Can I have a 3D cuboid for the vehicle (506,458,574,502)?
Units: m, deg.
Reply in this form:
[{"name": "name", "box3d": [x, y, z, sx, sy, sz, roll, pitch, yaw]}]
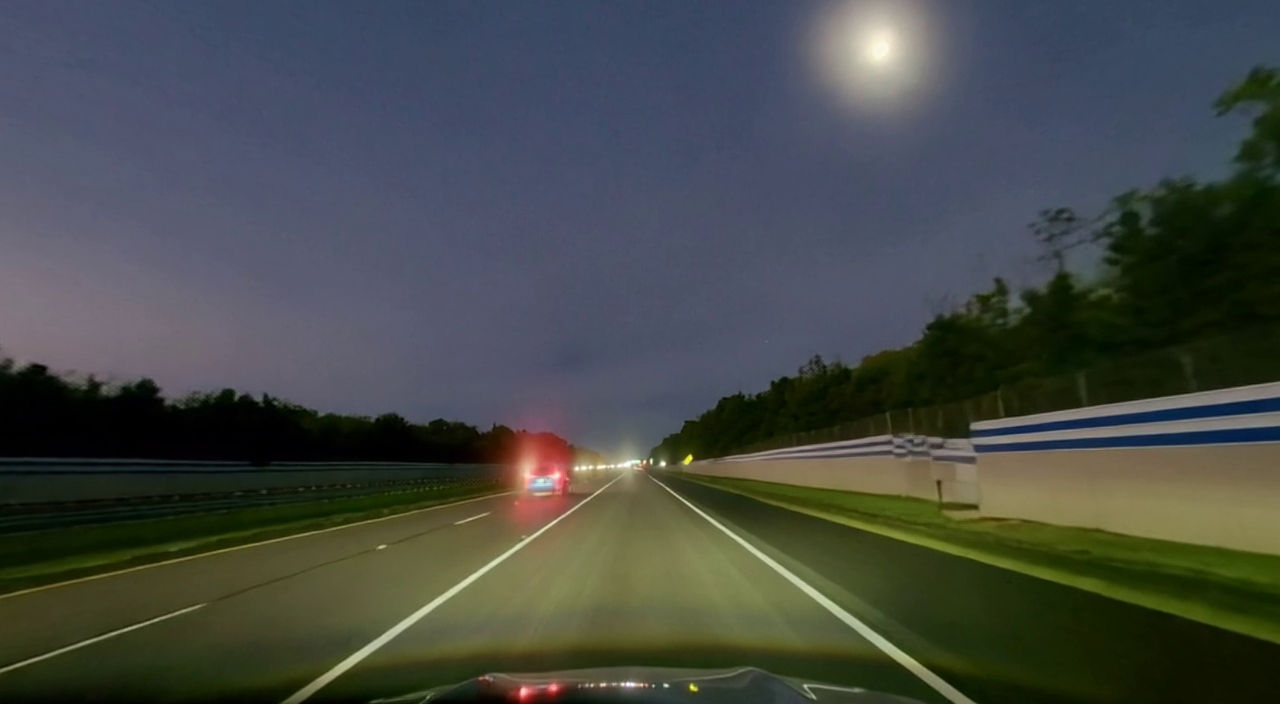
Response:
[{"name": "vehicle", "box3d": [-3.808, 4.976, 24.666, 1.985, 1.515, 3.839, 1, -10, 0]}]
